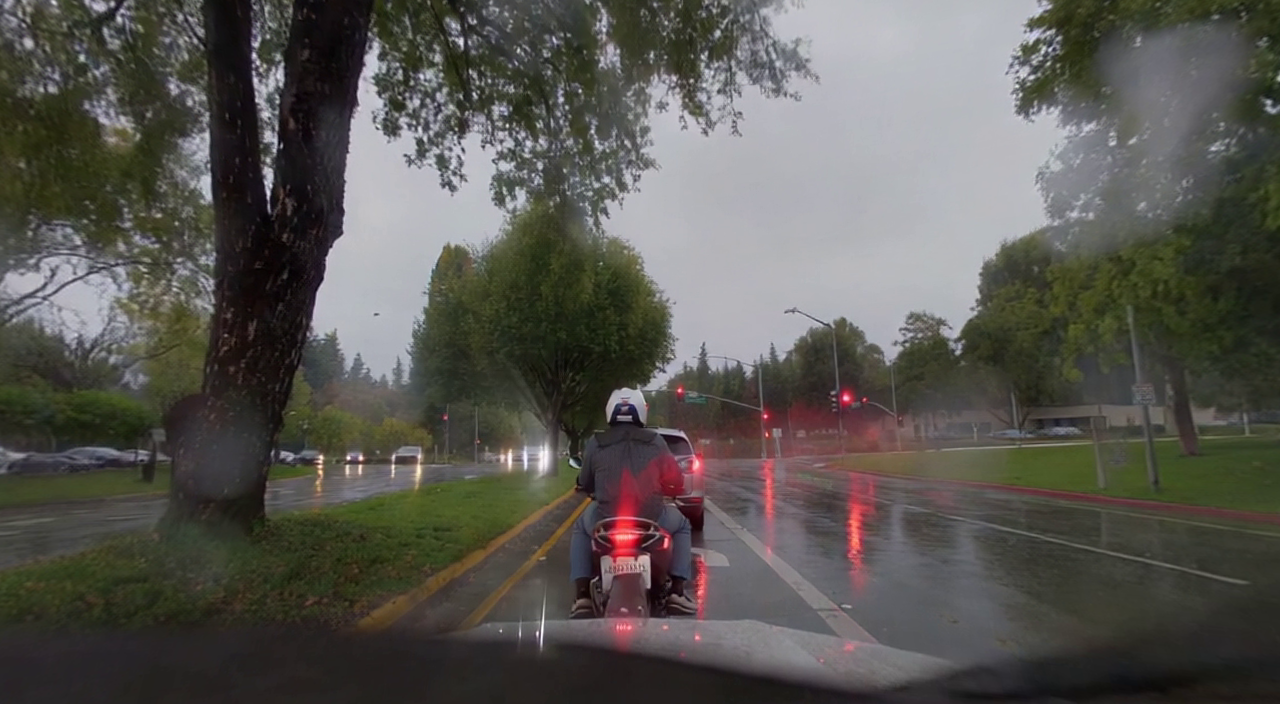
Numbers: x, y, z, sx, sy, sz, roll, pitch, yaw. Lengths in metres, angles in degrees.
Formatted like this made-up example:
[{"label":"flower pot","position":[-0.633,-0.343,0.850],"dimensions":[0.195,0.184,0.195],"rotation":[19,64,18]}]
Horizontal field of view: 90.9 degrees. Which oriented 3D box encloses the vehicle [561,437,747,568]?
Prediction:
[{"label":"vehicle","position":[0.120,2.023,9.404],"dimensions":[2.093,1.450,4.437],"rotation":[0,-8,-1]}]
